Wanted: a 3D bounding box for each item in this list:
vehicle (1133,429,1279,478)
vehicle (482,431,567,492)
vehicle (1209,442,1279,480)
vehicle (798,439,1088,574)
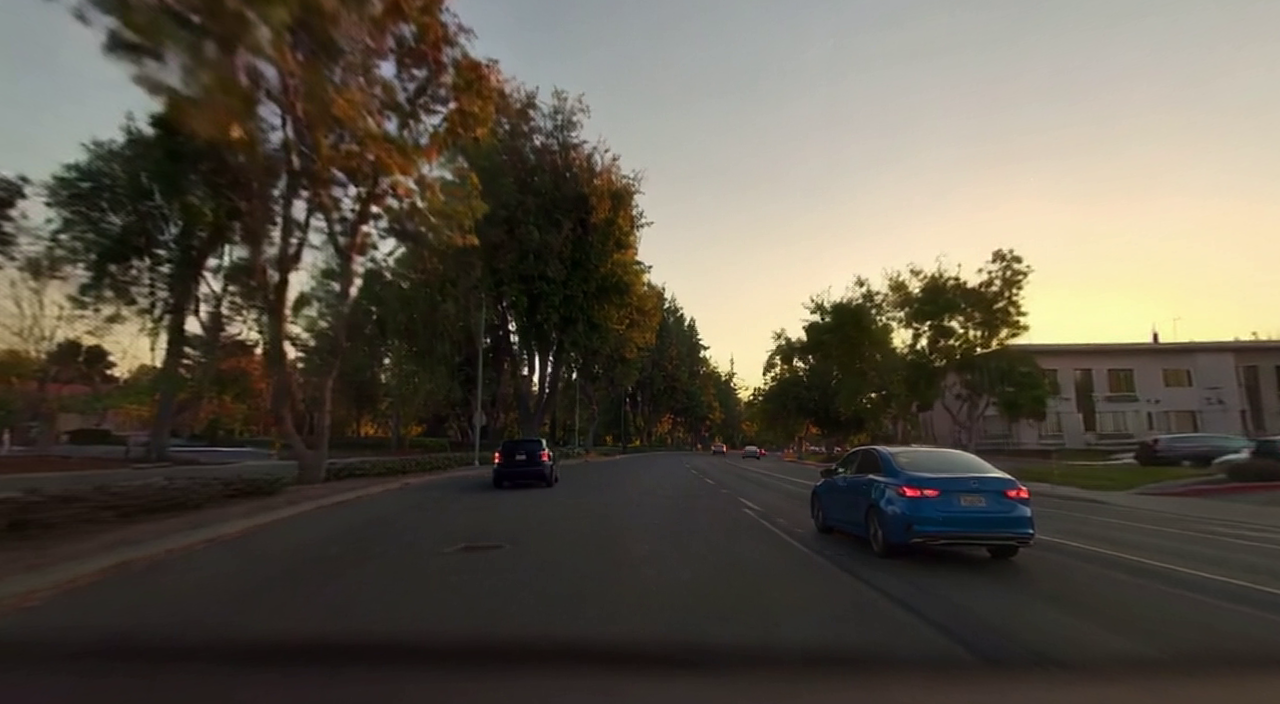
[{"bbox_3d":[24.634,4.349,27.218,5.801,1.933,2.289,3,-9,-18],"label":"vehicle"},{"bbox_3d":[-3.504,3.393,19.964,2.085,1.693,4.301,0,-8,-3],"label":"vehicle"},{"bbox_3d":[24.962,4.288,25.028,3.608,1.401,1.822,2,-9,-16],"label":"vehicle"},{"bbox_3d":[3.784,1.960,8.953,1.918,1.418,4.360,0,-8,0],"label":"vehicle"}]
